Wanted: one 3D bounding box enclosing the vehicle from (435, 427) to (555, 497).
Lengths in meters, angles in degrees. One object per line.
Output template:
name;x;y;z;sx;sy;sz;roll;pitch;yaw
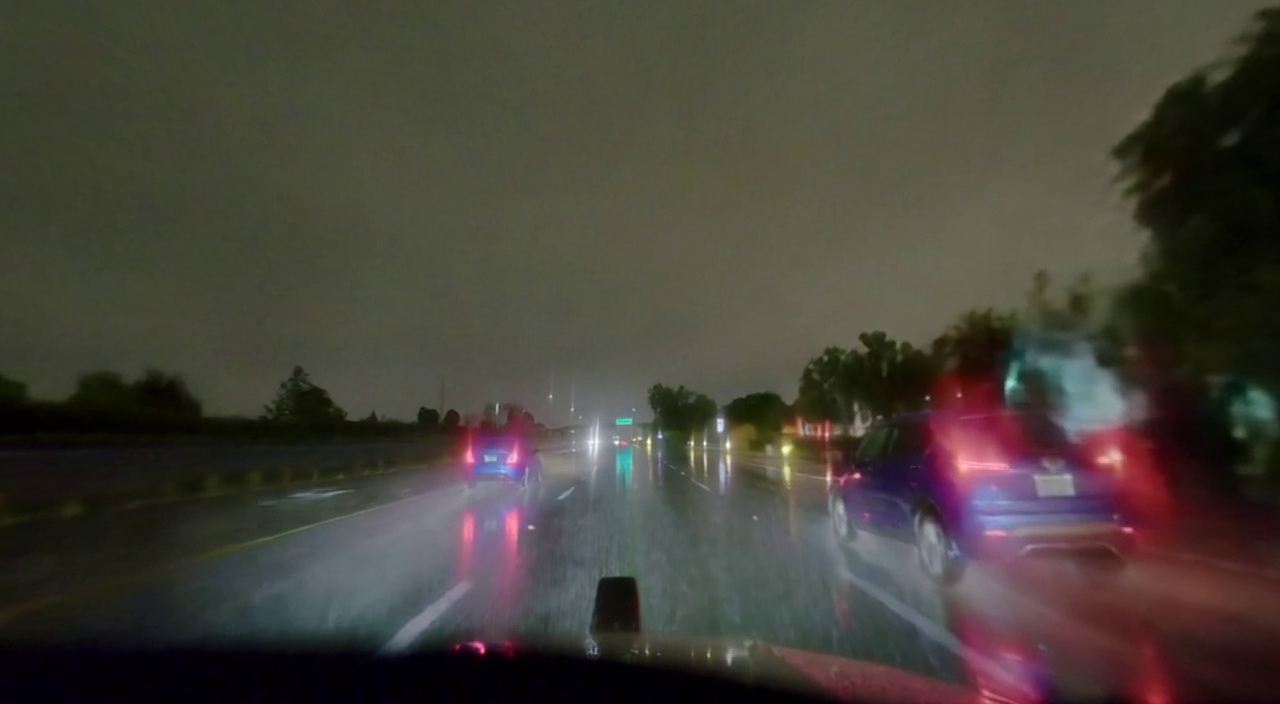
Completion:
vehicle;-3.687;2.892;16.926;2.206;1.604;4.374;-1;-8;0

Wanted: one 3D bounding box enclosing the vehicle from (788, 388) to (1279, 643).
vehicle;3.227;1.368;6.312;2.349;1.651;4.161;0;-8;-2
